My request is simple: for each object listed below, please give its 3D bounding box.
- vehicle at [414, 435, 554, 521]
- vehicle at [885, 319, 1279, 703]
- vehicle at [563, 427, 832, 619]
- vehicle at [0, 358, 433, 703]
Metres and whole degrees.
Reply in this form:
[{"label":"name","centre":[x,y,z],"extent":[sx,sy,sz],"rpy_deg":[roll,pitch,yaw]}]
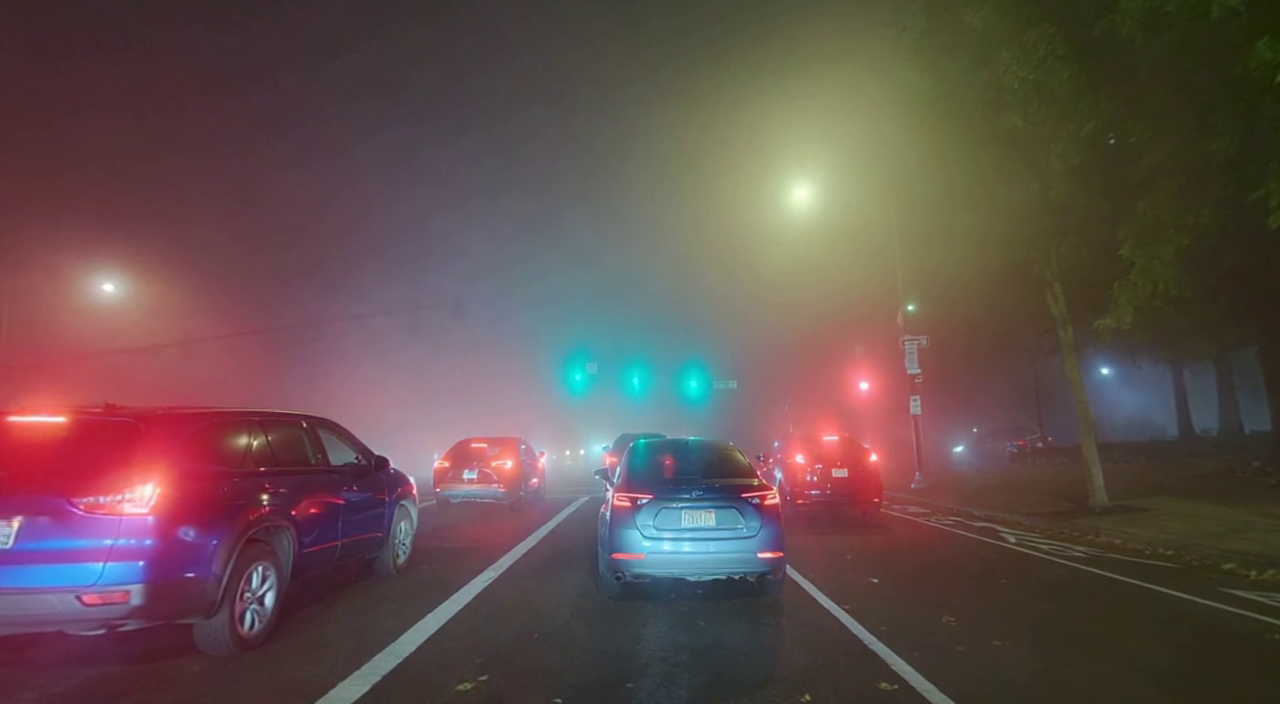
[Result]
[{"label":"vehicle","centre":[-3.079,2.566,13.318],"extent":[1.868,1.516,4.114],"rpy_deg":[0,-8,0]},{"label":"vehicle","centre":[3.041,0.921,3.051],"extent":[1.880,1.747,4.500],"rpy_deg":[0,-8,0]},{"label":"vehicle","centre":[0.435,1.606,6.839],"extent":[2.051,1.460,3.932],"rpy_deg":[0,-8,0]},{"label":"vehicle","centre":[-3.470,1.222,5.283],"extent":[1.889,1.767,4.289],"rpy_deg":[0,-8,1]}]
